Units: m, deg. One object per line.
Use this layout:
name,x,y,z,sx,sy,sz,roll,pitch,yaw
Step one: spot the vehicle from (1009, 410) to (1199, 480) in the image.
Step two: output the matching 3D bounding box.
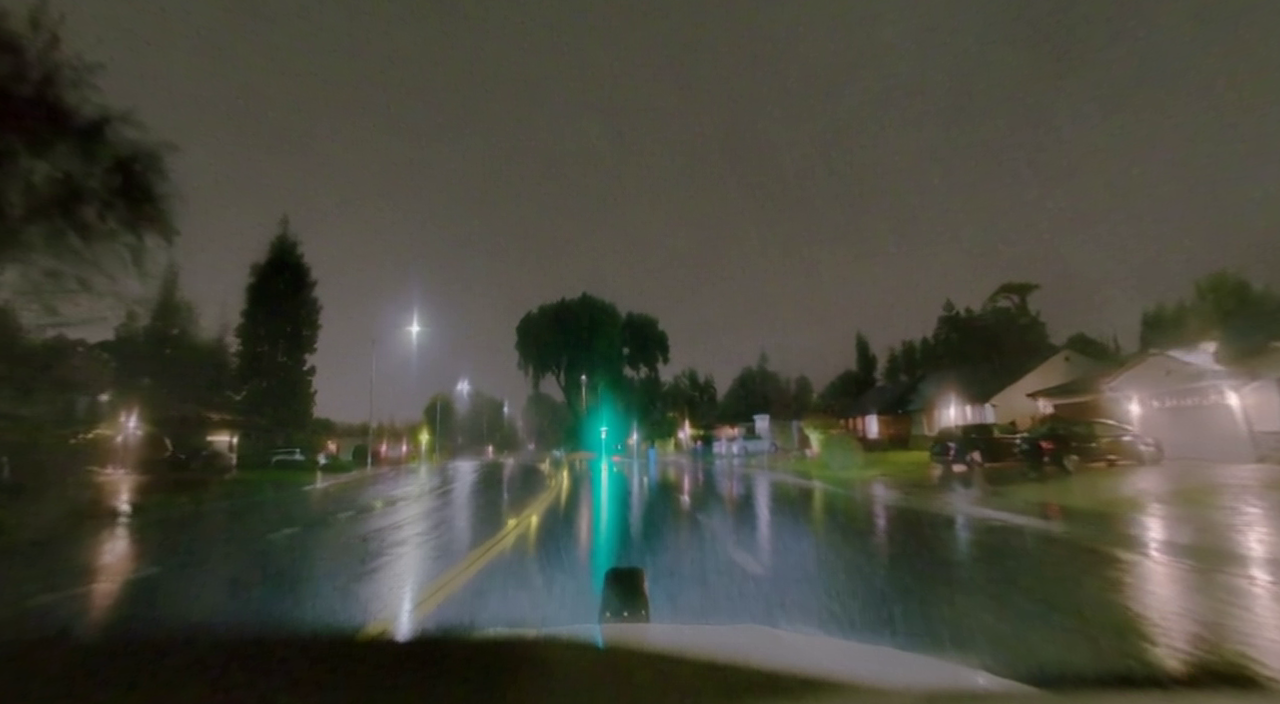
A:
vehicle,14.395,2.906,19.795,4.350,2.047,1.841,-1,-8,2

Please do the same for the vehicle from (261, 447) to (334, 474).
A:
vehicle,-23.622,7.467,43.599,3.899,1.729,2.064,1,-9,-12

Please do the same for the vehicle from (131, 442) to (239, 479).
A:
vehicle,-24.208,5.755,33.681,4.128,1.861,1.959,2,-9,-14
